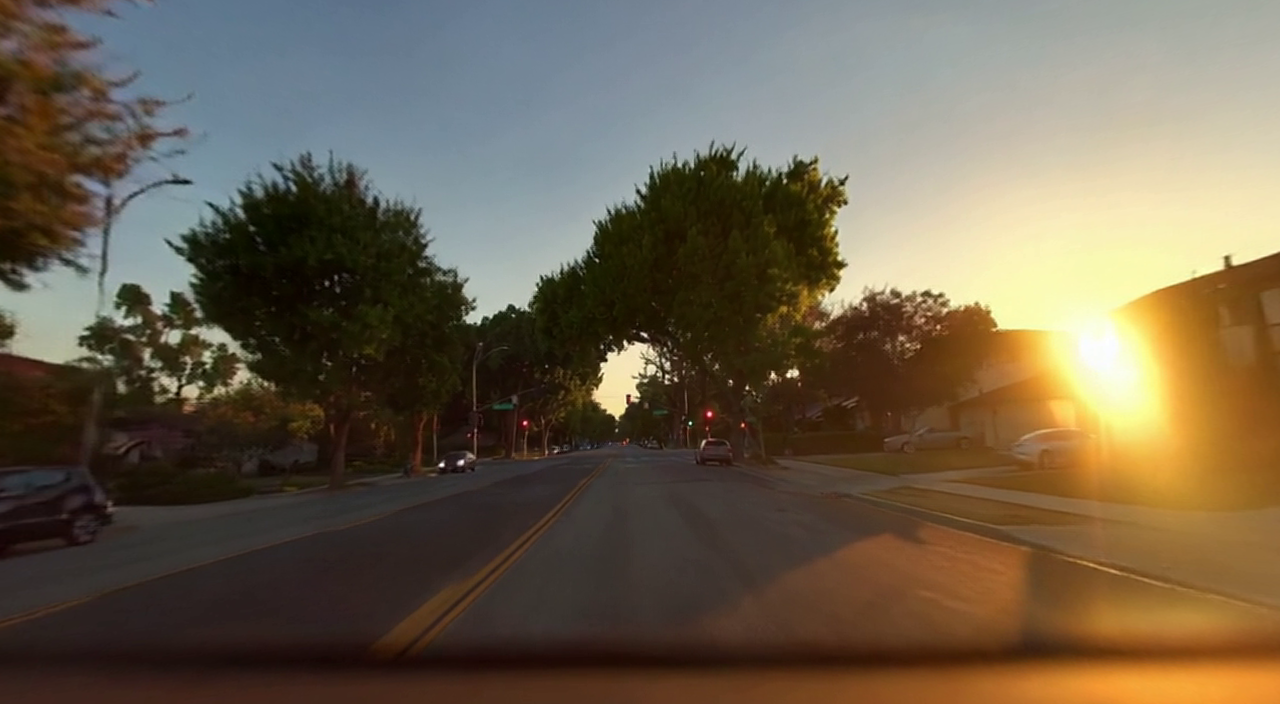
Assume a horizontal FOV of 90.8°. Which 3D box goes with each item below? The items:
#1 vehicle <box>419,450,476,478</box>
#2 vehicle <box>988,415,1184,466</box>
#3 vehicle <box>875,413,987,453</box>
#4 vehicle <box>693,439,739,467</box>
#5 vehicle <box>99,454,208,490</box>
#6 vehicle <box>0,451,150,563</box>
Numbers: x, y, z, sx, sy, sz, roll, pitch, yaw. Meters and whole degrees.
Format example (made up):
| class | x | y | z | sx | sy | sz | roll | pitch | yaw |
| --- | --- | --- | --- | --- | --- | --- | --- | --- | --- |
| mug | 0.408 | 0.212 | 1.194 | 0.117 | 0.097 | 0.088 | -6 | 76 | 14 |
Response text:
| class | x | y | z | sx | sy | sz | roll | pitch | yaw |
| --- | --- | --- | --- | --- | --- | --- | --- | --- | --- |
| vehicle | -11.809 | 6.860 | 39.078 | 2.029 | 1.550 | 4.562 | -1 | -8 | 1 |
| vehicle | 13.473 | 2.714 | 19.292 | 4.564 | 1.437 | 1.796 | 0 | -8 | 0 |
| vehicle | 14.340 | 4.030 | 31.337 | 4.500 | 1.875 | 2.046 | 0 | -8 | -1 |
| vehicle | 4.251 | 5.769 | 36.145 | 1.963 | 1.477 | 4.804 | 0 | -8 | -1 |
| vehicle | -23.633 | 5.826 | 30.814 | 3.775 | 1.531 | 1.847 | -1 | -8 | -1 |
| vehicle | -11.385 | 2.675 | 11.168 | 1.977 | 1.753 | 4.278 | 0 | -8 | -1 |
